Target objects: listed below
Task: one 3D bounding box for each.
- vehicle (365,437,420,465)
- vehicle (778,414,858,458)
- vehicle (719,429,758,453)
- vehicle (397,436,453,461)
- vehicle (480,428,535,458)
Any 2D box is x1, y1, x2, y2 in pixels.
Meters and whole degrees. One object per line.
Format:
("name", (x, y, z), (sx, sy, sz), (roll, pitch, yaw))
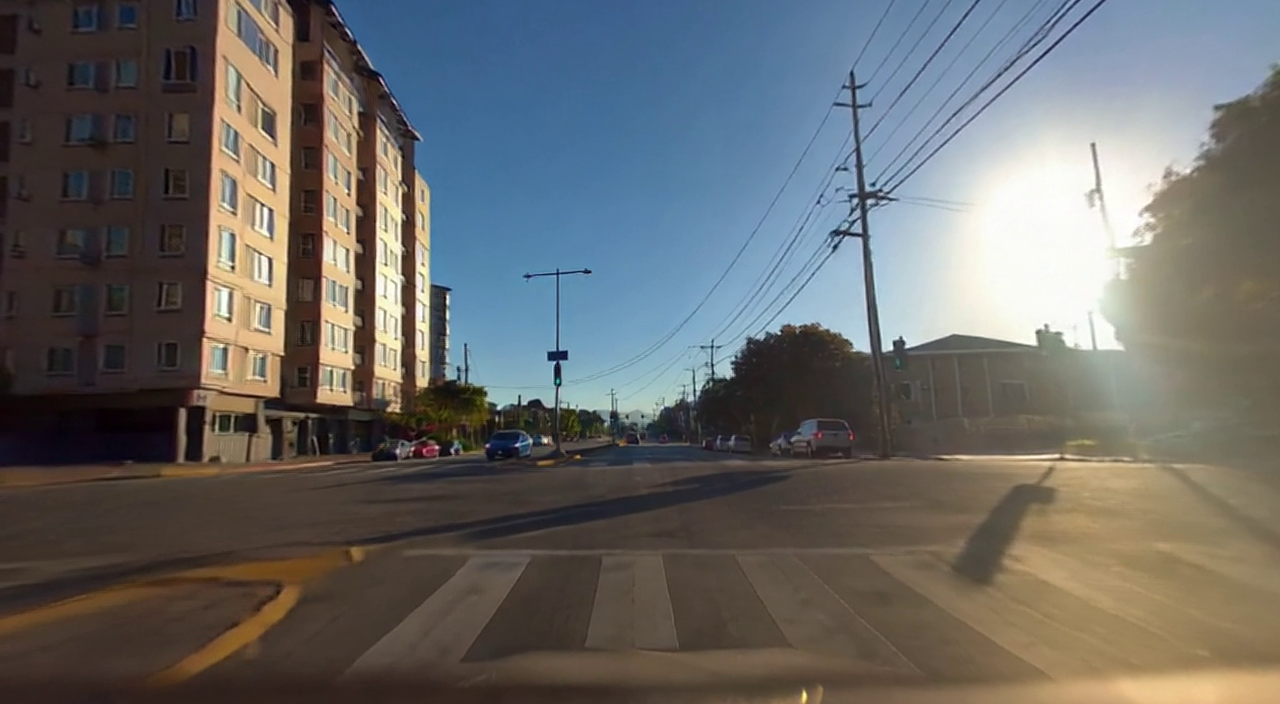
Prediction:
("vehicle", (-14.886, 5.917, 38.184), (1.879, 1.507, 3.745), (0, -6, -2))
("vehicle", (7.414, 3.578, 26.864), (1.996, 1.704, 4.490), (0, -8, -1))
("vehicle", (7.297, 6.662, 47.424), (2.143, 1.731, 4.781), (0, -8, 0))
("vehicle", (-14.886, 6.708, 44.014), (2.124, 1.626, 4.908), (0, -8, 1))
("vehicle", (-7.471, 5.165, 36.046), (2.180, 1.608, 4.321), (0, -8, 0))
